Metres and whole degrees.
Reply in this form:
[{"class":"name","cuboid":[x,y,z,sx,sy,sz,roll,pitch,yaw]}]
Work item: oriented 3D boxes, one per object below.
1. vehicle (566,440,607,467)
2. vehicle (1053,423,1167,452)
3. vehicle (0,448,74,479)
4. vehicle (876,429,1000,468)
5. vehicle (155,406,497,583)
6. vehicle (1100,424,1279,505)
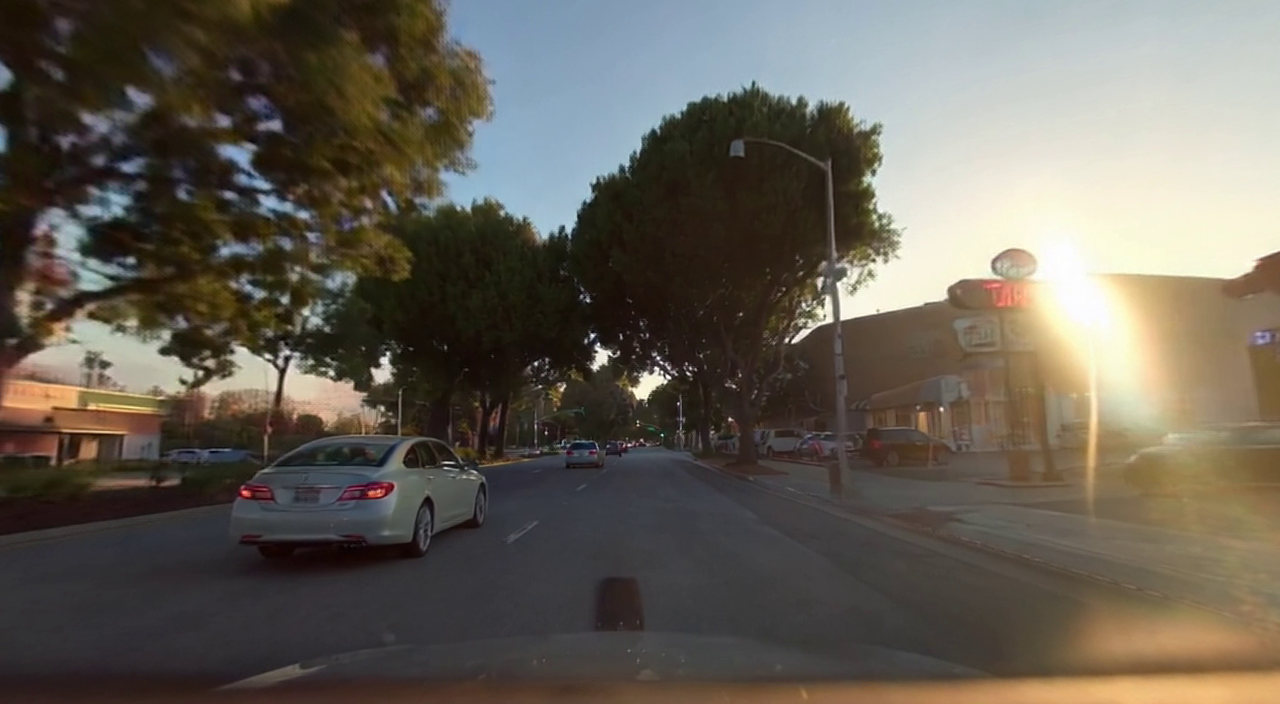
[{"class":"vehicle","cuboid":[-3.098,5.951,37.214,1.955,1.461,4.396,0,-9,1]},{"class":"vehicle","cuboid":[26.534,4.865,35.755,4.882,1.568,1.963,0,-9,-3]},{"class":"vehicle","cuboid":[-34.149,6.086,34.680,1.915,1.619,4.663,0,-9,-2]},{"class":"vehicle","cuboid":[13.750,4.453,29.359,4.697,1.518,1.990,-2,-8,-2]},{"class":"vehicle","cuboid":[-3.499,1.698,8.332,2.126,1.655,4.560,0,-9,0]},{"class":"vehicle","cuboid":[12.907,2.414,13.856,1.922,1.505,4.631,1,-9,-4]}]
